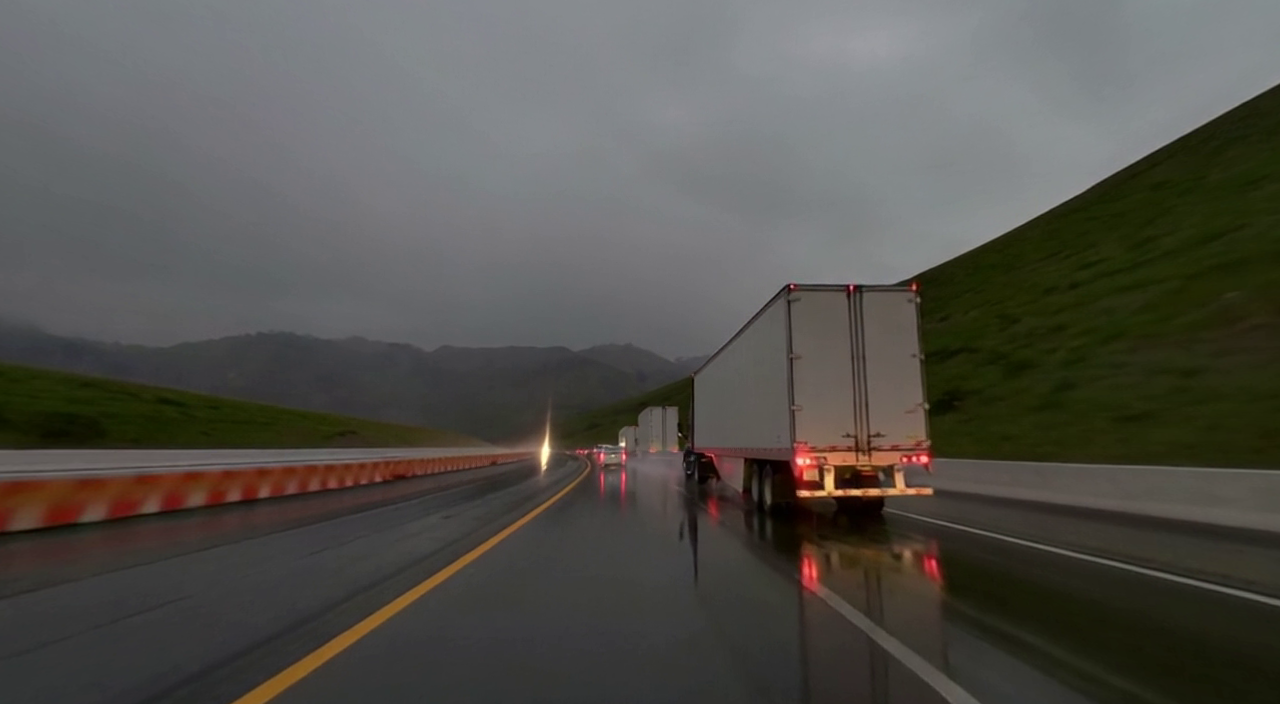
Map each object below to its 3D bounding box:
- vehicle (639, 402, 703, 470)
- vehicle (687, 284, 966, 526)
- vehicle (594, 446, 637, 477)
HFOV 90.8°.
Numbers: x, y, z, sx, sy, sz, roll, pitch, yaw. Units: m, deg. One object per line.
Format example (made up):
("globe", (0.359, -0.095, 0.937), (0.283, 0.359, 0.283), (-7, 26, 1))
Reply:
("vehicle", (1.832, 6.159, 44.939), (2.826, 4.050, 13.845), (1, -9, -4))
("vehicle", (3.656, 1.972, 17.951), (2.911, 4.099, 14.578), (0, -9, -2))
("vehicle", (-1.272, 5.460, 31.599), (2.029, 1.437, 3.794), (0, -9, -3))
